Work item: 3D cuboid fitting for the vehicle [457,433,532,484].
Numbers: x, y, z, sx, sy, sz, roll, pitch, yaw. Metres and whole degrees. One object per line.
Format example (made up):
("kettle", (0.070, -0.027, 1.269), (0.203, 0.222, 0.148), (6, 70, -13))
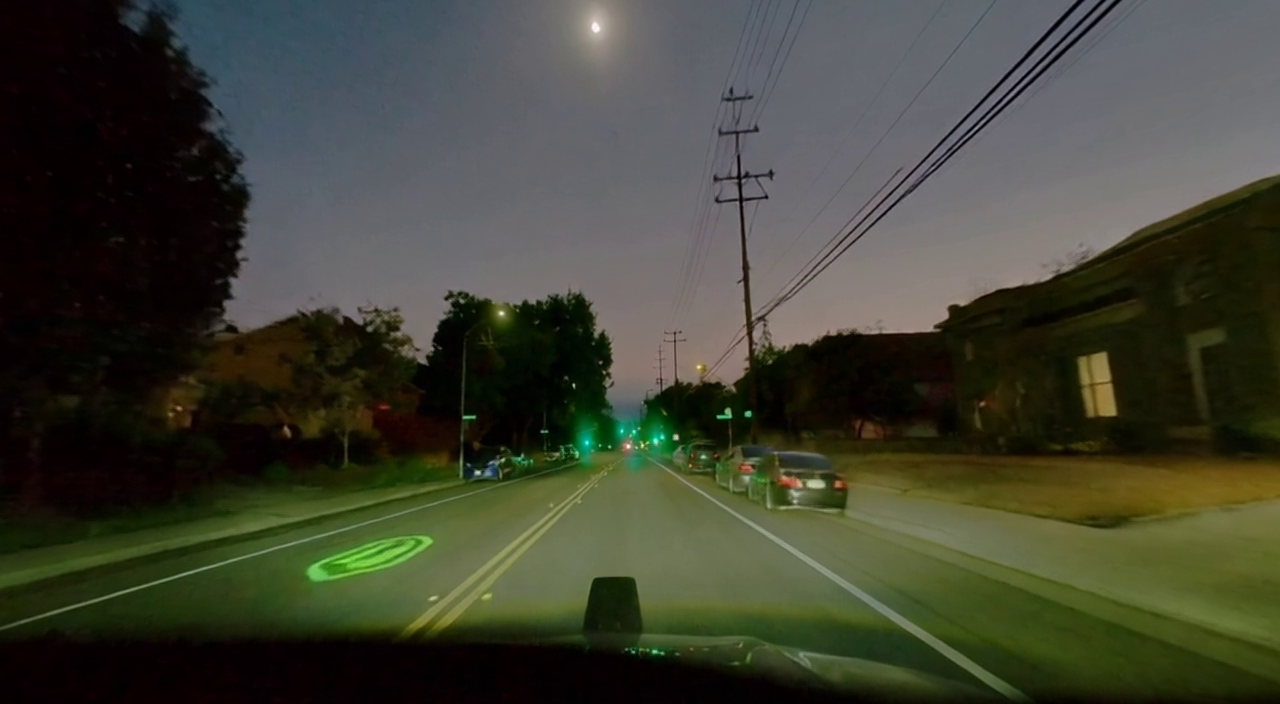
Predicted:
("vehicle", (-6.785, 4.980, 30.156), (2.451, 2.099, 5.112), (-1, -7, 0))

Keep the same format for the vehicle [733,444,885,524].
("vehicle", (3.321, 2.672, 13.439), (1.967, 1.382, 4.361), (0, -8, -1))

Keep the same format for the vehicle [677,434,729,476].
("vehicle", (3.163, 5.317, 32.833), (2.065, 1.953, 5.359), (0, -8, -1))
